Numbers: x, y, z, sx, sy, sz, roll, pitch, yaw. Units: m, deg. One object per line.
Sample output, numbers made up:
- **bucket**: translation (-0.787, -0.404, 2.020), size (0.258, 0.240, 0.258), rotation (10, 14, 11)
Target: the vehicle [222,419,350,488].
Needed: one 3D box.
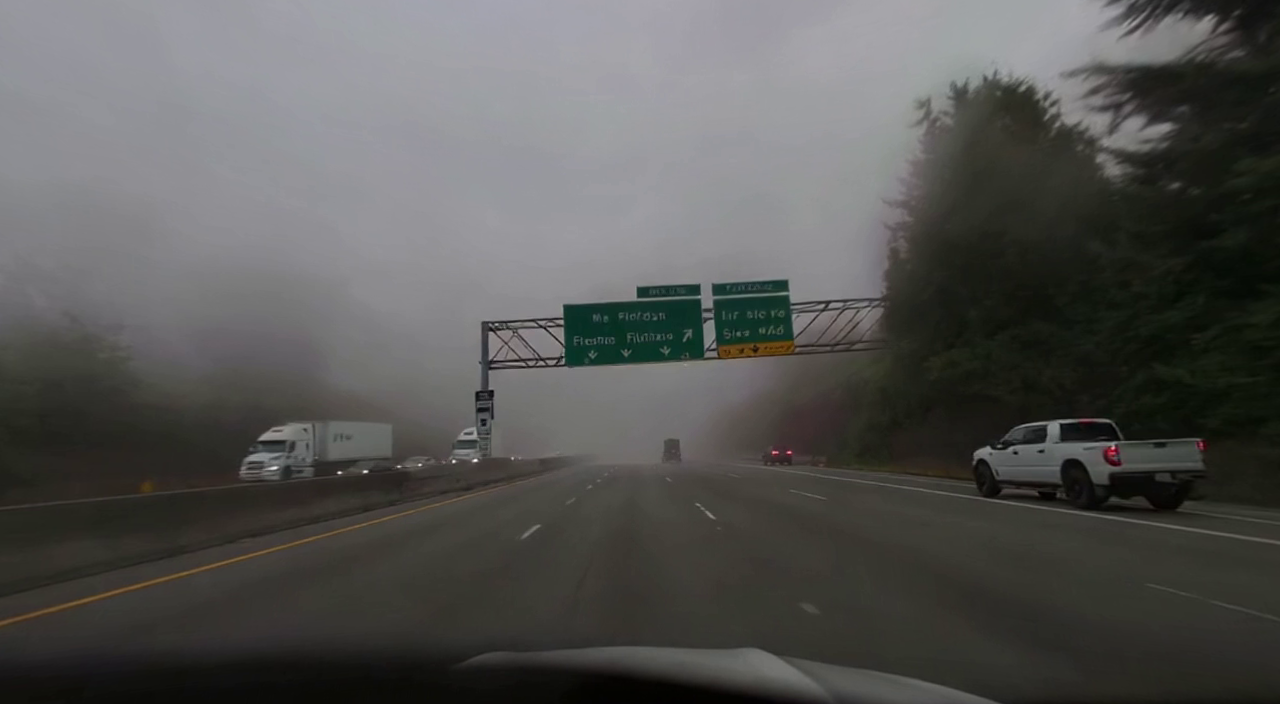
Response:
- **vehicle**: translation (-23.254, 6.766, 42.216), size (3.189, 4.074, 9.572), rotation (0, -9, -2)

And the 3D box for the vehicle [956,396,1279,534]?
- **vehicle**: translation (8.764, 2.135, 12.351), size (2.184, 2.052, 5.650), rotation (-1, -9, 0)

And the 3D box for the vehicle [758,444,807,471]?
- **vehicle**: translation (9.161, 6.833, 40.810), size (1.950, 1.632, 4.845), rotation (0, -9, -1)

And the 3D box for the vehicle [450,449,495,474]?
- **vehicle**: translation (-12.774, 8.358, 48.233), size (2.018, 1.849, 4.922), rotation (0, -9, 0)
